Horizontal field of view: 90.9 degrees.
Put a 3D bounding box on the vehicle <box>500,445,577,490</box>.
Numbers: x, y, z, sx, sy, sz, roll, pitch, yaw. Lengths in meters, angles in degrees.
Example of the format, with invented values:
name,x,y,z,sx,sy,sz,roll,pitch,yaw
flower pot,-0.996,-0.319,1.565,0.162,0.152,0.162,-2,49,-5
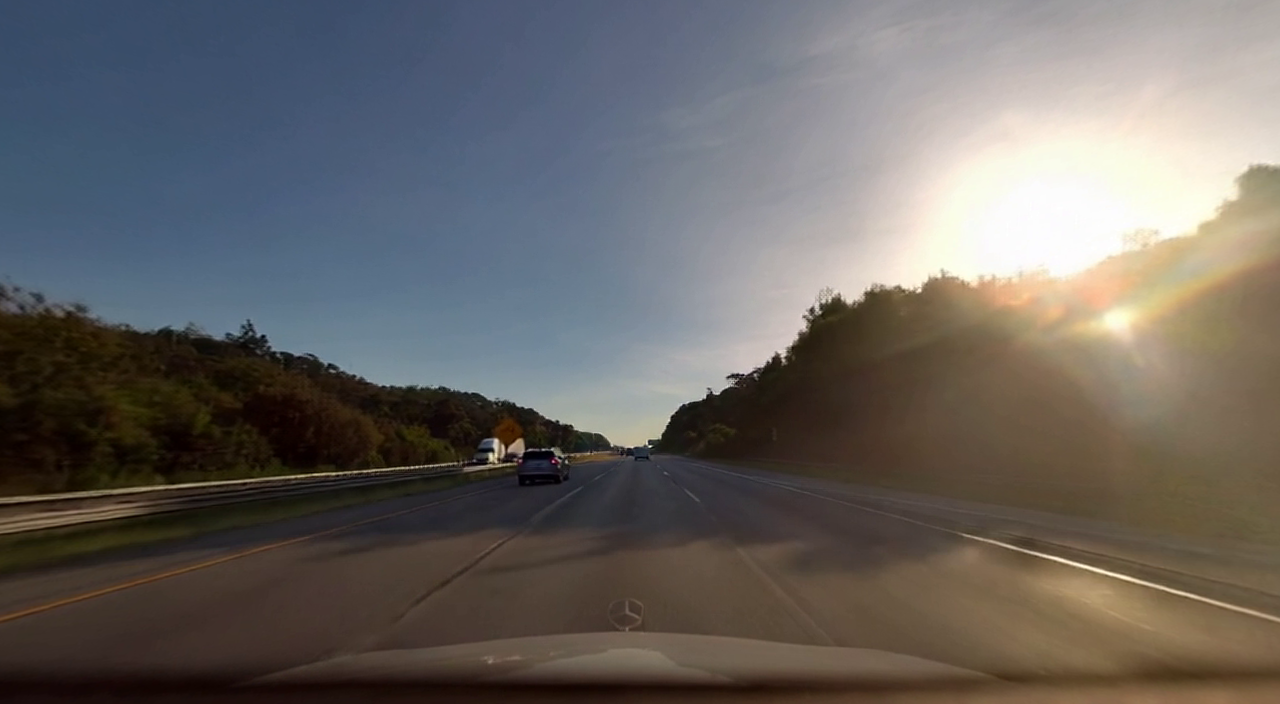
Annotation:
name,x,y,z,sx,sy,sz,roll,pitch,yaw
vehicle,-3.631,4.244,23.476,2.054,1.475,4.708,0,-9,0
